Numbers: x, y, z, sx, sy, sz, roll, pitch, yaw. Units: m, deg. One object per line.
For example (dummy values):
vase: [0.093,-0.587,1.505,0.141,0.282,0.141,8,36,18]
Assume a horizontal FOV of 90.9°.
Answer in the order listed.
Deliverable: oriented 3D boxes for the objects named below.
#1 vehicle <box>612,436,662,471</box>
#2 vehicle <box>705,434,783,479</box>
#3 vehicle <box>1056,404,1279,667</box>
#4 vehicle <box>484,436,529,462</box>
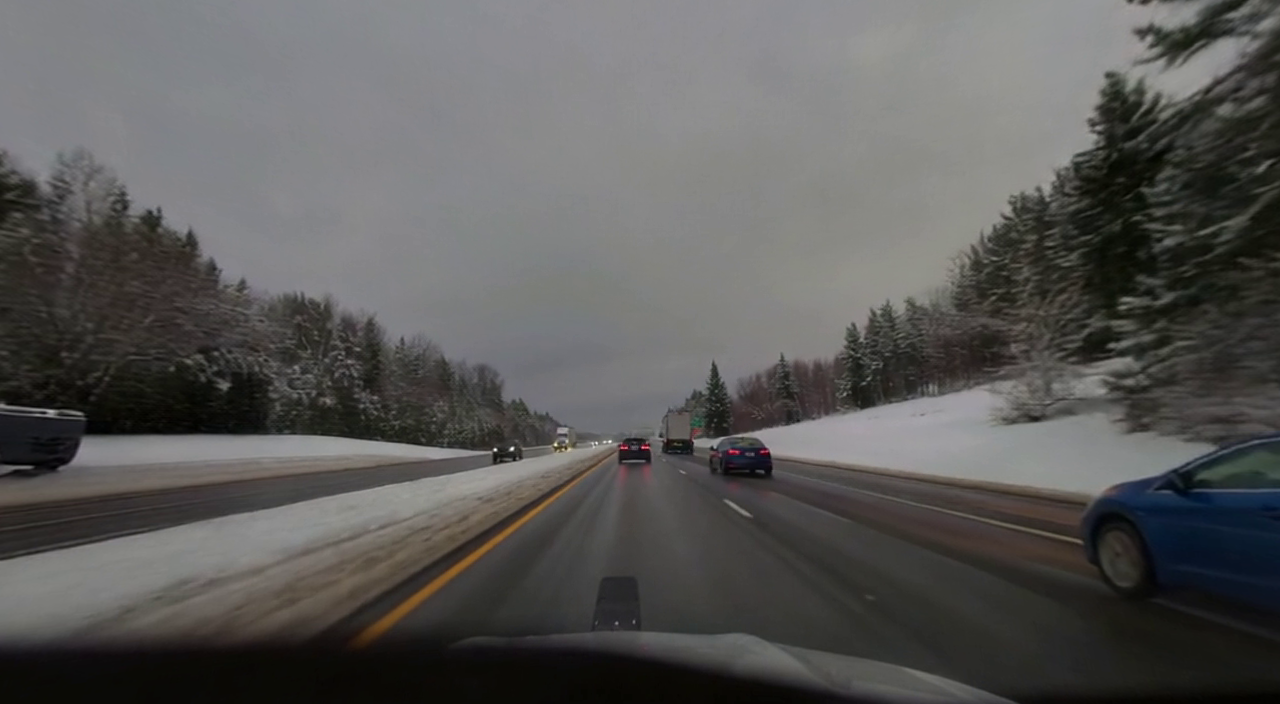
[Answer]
vehicle: [-0.157,4.567,28.759,2.143,1.466,3.693,0,-8,-1]
vehicle: [3.729,3.821,23.505,2.004,1.469,4.472,0,-8,-2]
vehicle: [4.787,1.037,3.436,2.066,1.526,4.216,0,-8,-1]
vehicle: [-9.569,6.914,45.453,2.213,1.760,4.705,0,-8,0]
